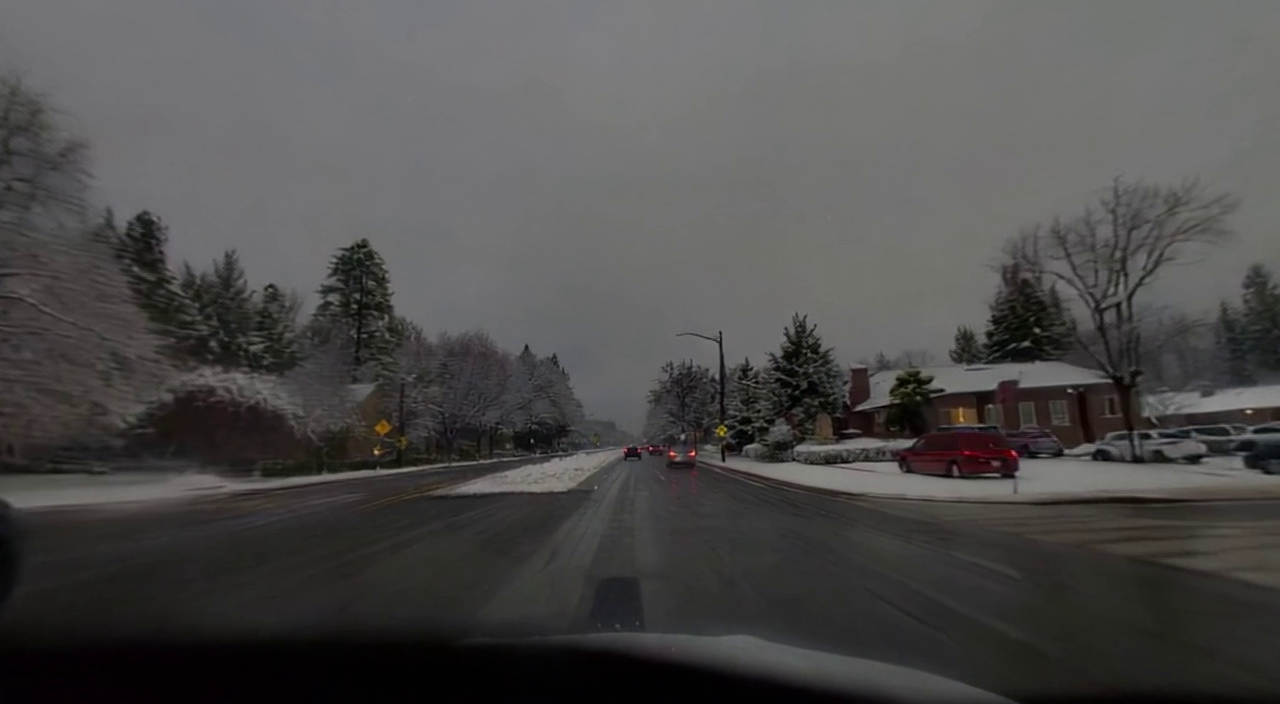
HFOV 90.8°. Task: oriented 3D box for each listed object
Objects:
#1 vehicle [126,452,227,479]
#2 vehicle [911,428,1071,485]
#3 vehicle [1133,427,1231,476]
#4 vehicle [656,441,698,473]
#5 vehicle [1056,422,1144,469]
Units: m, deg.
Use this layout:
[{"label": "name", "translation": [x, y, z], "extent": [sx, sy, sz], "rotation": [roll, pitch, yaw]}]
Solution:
[{"label": "vehicle", "translation": [-28.302, 6.929, 38.795], "extent": [4.796, 1.478, 1.947], "rotation": [5, -10, -32]}, {"label": "vehicle", "translation": [10.670, 3.183, 19.471], "extent": [1.903, 1.569, 3.751], "rotation": [5, -10, -33]}, {"label": "vehicle", "translation": [18.312, 3.322, 21.272], "extent": [2.106, 1.460, 4.389], "rotation": [-8, -12, 43]}, {"label": "vehicle", "translation": [2.005, 5.796, 35.098], "extent": [2.003, 1.614, 4.072], "rotation": [0, -8, -1]}, {"label": "vehicle", "translation": [18.379, 3.712, 25.181], "extent": [2.043, 1.691, 4.436], "rotation": [-8, -12, 44]}]
